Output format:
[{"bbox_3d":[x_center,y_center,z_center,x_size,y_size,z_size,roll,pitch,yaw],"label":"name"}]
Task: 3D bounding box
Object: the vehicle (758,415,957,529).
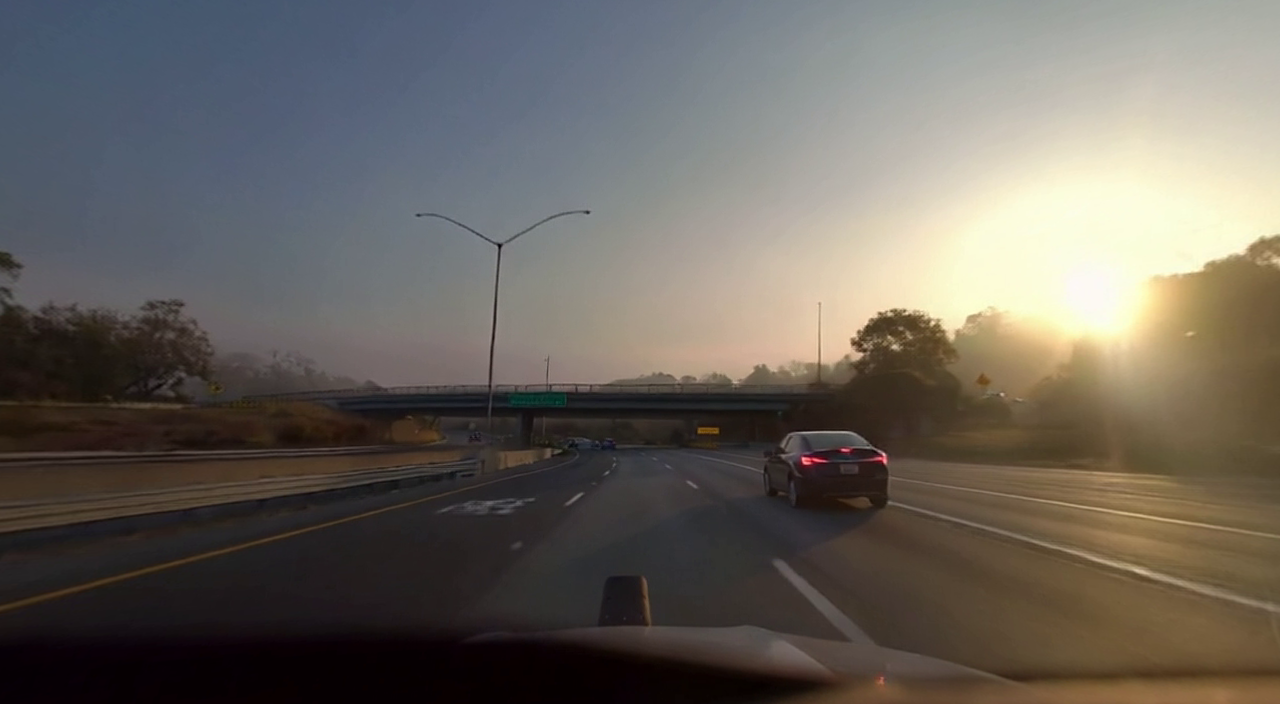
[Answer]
[{"bbox_3d":[3.715,2.155,11.930,2.039,1.701,4.834,0,-8,0],"label":"vehicle"}]
